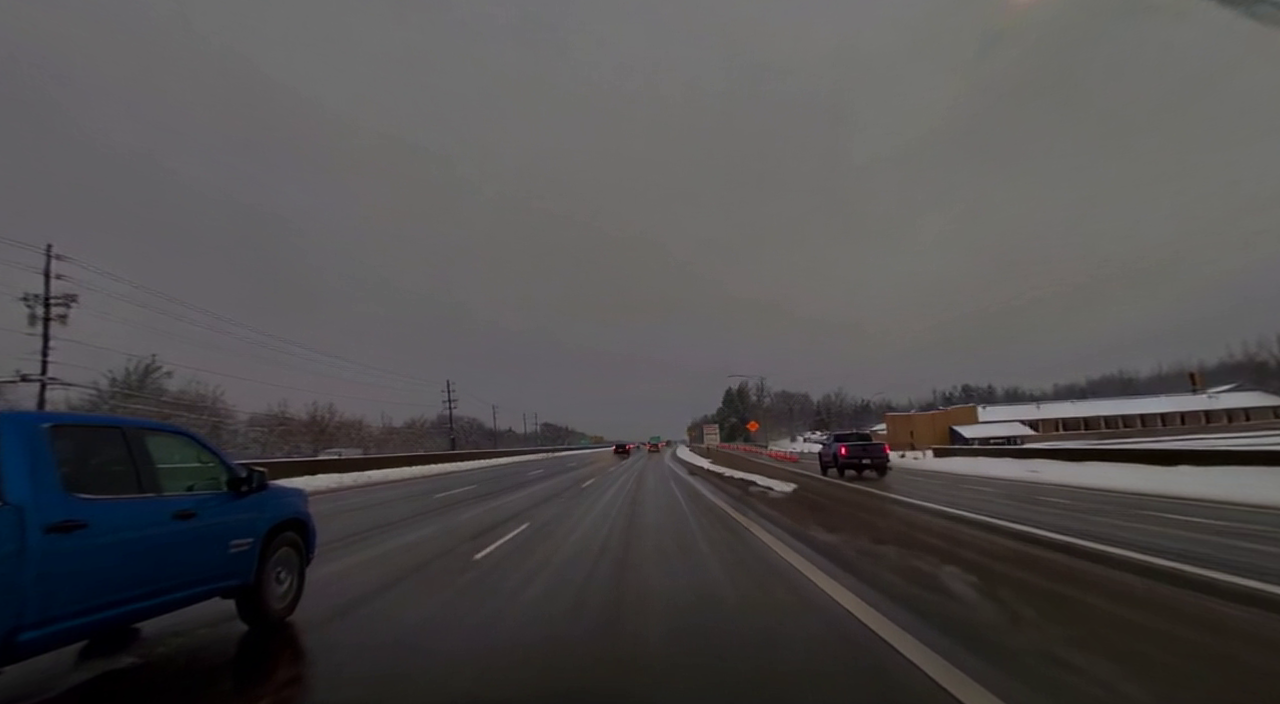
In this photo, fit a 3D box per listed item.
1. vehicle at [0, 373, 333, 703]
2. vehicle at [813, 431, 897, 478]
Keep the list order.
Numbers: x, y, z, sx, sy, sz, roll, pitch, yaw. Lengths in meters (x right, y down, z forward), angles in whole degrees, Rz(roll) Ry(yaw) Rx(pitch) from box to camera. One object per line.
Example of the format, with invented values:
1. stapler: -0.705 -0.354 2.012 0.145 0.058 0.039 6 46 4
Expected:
1. vehicle: -3.571 0.965 2.927 2.001 1.619 4.445 0 -8 0
2. vehicle: 9.335 4.494 27.930 2.186 1.840 5.289 -1 -8 4
